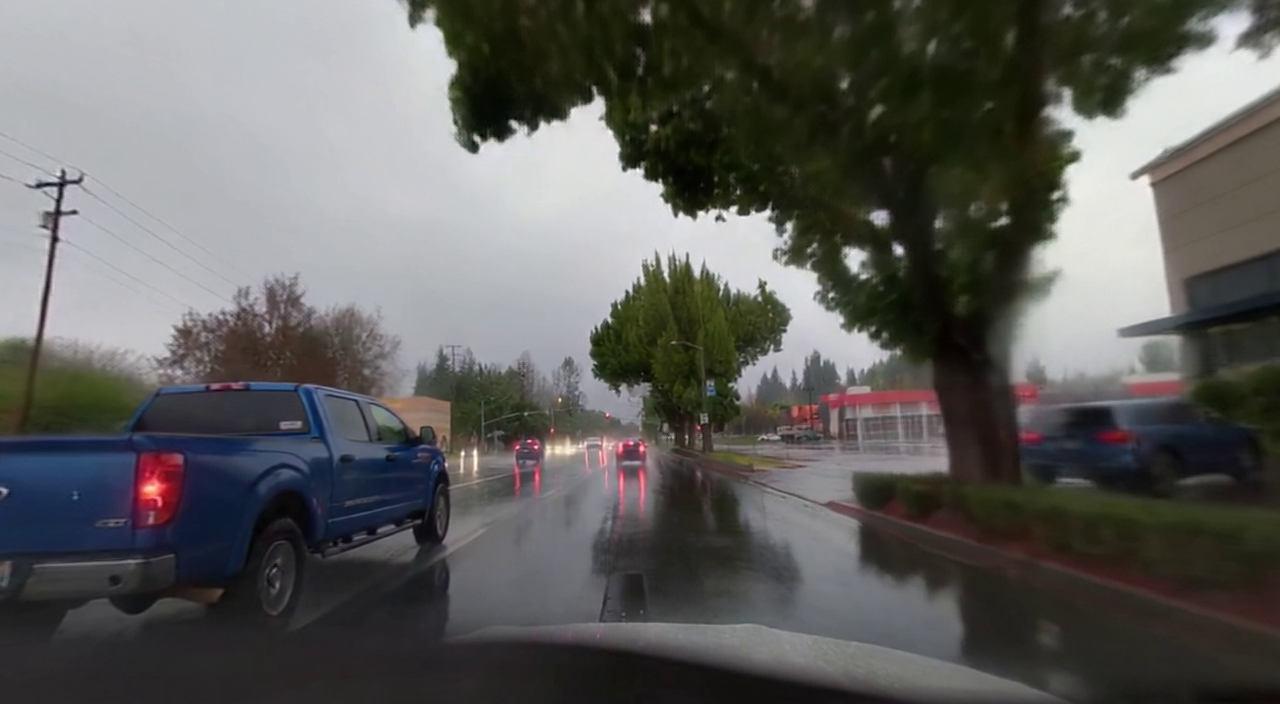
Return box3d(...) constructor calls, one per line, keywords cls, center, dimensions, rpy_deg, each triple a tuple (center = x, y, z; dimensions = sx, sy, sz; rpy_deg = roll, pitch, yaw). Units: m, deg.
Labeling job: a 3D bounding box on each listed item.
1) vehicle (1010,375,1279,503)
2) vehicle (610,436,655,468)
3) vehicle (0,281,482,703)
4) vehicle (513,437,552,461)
box3d(cls="vehicle", center=(8.918, 1.455, 10.553), dimensions=(5.109, 1.735, 1.997), rpy_deg=(4, -9, -25))
box3d(cls="vehicle", center=(-0.356, 5.219, 32.890), dimensions=(2.191, 1.530, 4.470), rpy_deg=(0, -8, 0))
box3d(cls="vehicle", center=(-3.740, 1.220, 5.918), dimensions=(2.552, 2.079, 6.810), rpy_deg=(0, -8, 2))
box3d(cls="vehicle", center=(-8.463, 7.680, 49.803), dimensions=(2.146, 1.788, 5.153), rpy_deg=(0, -8, 1))
